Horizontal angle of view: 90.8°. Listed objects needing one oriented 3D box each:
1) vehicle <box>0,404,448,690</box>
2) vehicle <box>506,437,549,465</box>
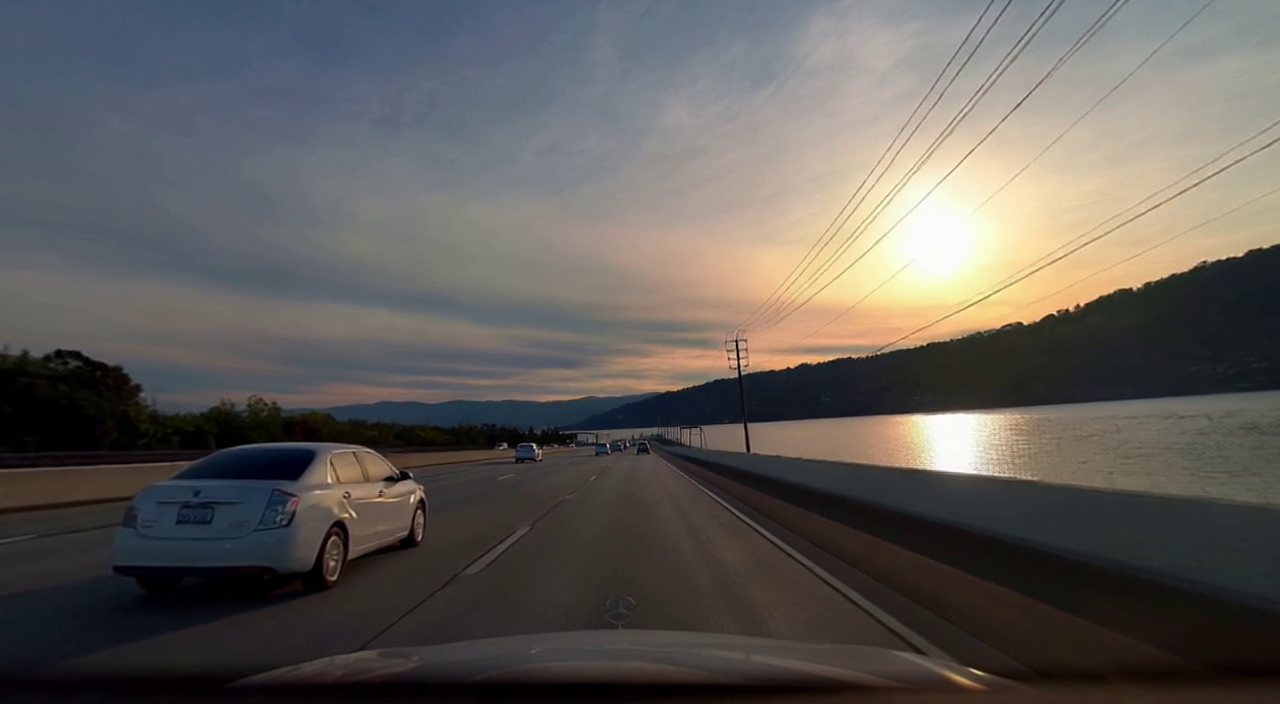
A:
[{"bbox_3d":[-3.453,1.361,5.642,2.015,1.501,4.454,0,-8,1],"label":"vehicle"},{"bbox_3d":[-7.366,6.523,41.777,2.050,1.717,4.418,0,-8,0],"label":"vehicle"}]
